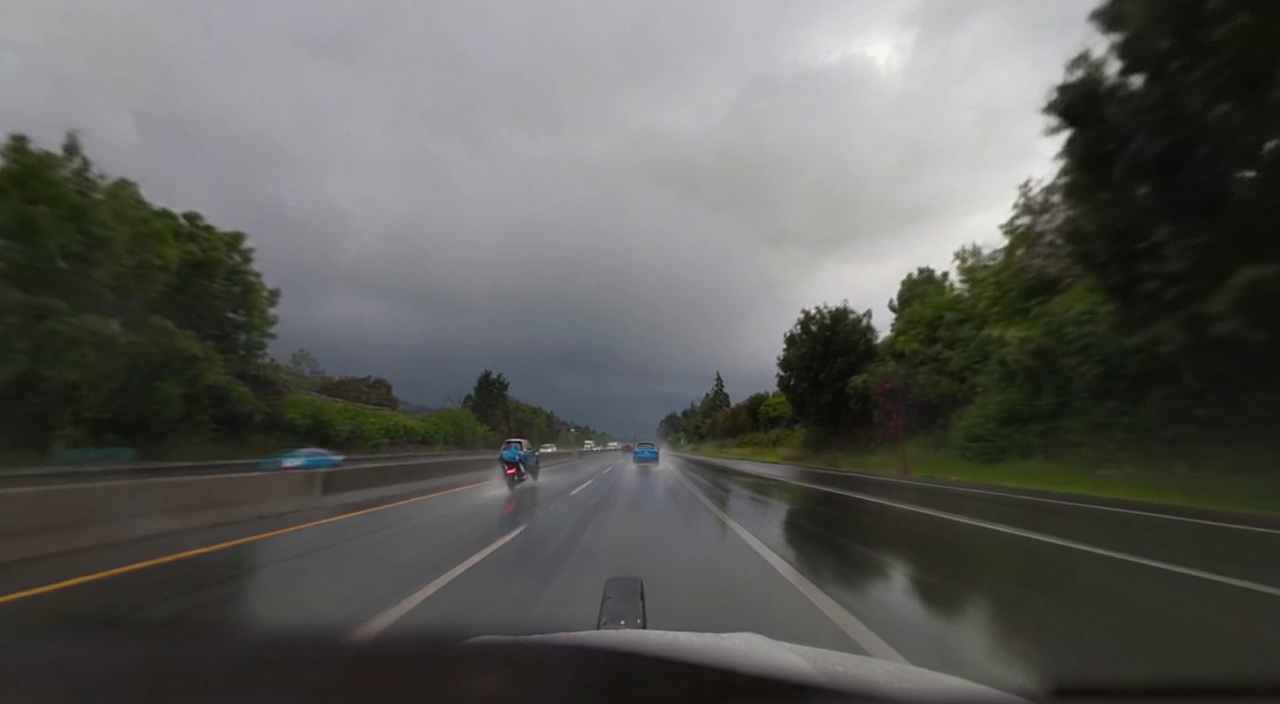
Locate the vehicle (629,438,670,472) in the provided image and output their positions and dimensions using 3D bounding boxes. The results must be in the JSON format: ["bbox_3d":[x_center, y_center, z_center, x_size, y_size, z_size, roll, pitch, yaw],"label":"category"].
[{"bbox_3d":[0.546,6.017,36.914,2.247,1.825,4.036,0,-9,1],"label":"vehicle"}]

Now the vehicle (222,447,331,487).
[{"bbox_3d":[-15.246,4.829,26.798,1.903,1.493,4.589,0,-9,0],"label":"vehicle"}]
